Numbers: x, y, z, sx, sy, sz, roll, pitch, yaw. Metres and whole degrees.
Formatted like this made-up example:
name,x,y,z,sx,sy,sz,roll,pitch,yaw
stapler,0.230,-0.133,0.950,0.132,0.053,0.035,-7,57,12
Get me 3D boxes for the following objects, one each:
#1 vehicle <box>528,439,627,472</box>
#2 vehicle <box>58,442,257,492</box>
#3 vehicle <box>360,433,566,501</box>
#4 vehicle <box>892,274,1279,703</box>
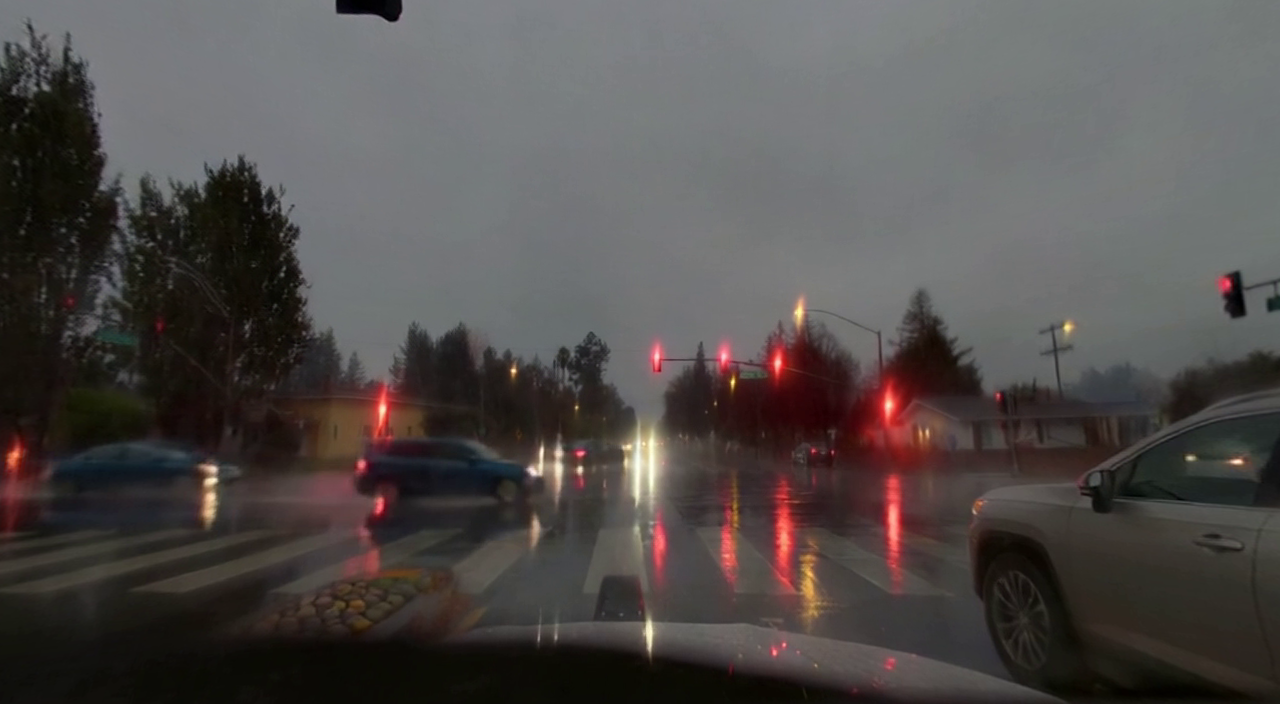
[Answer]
name,x,y,z,sx,sy,sz,roll,pitch,yaw
vehicle,-3.024,5.114,31.471,4.689,1.490,1.920,8,-11,-42
vehicle,-14.875,3.545,19.679,4.561,1.468,1.921,0,-8,0
vehicle,-4.375,2.914,16.234,4.680,1.620,1.943,0,-8,0
vehicle,2.716,0.716,1.702,2.085,1.800,4.908,0,-9,1
